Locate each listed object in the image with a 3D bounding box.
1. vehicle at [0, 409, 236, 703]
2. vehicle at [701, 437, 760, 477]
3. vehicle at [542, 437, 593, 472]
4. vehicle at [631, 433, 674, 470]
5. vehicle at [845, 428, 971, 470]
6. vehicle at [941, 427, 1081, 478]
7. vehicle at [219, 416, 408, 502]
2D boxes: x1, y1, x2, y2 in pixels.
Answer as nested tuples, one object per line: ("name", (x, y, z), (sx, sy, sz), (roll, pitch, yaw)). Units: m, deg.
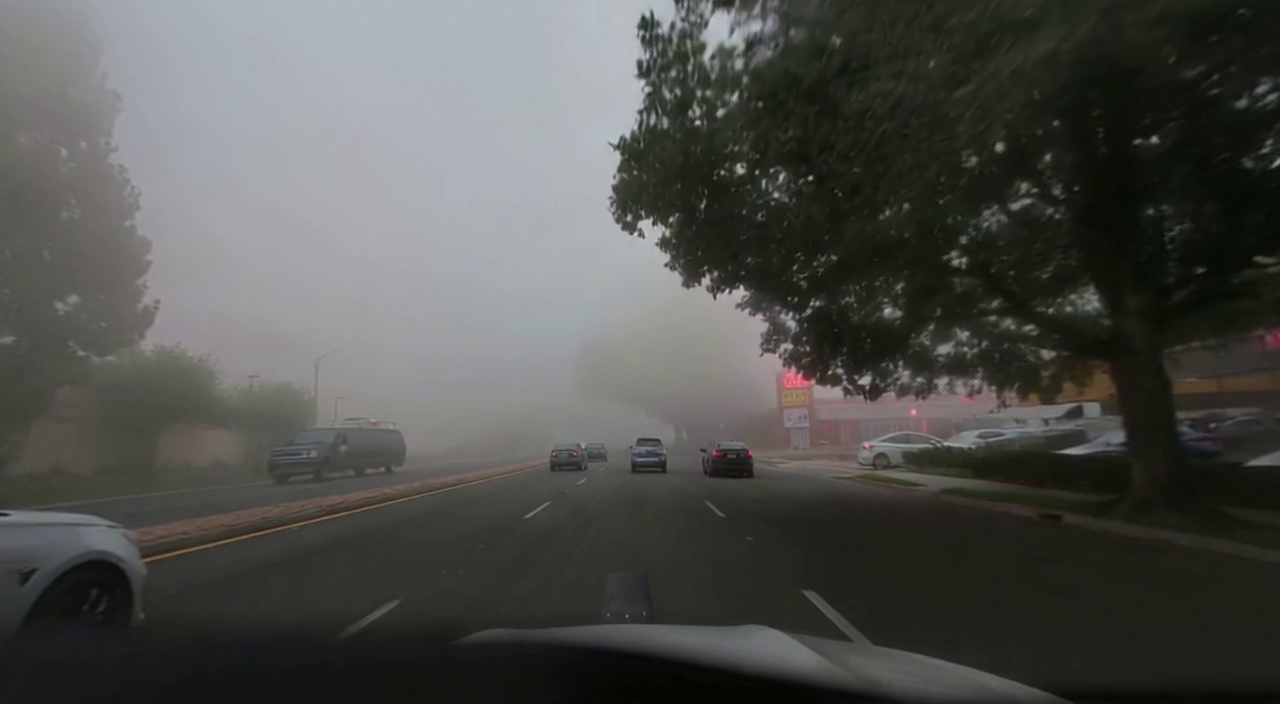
("vehicle", (-4.008, 0.940, 2.479), (1.908, 1.481, 4.351), (0, -8, 0))
("vehicle", (3.788, 4.446, 26.947), (1.922, 1.579, 3.642), (0, -8, -1))
("vehicle", (-3.620, 5.231, 32.303), (2.026, 1.665, 4.193), (0, -8, 1))
("vehicle", (0.625, 5.304, 33.754), (2.193, 1.873, 4.033), (0, -8, 0))
("vehicle", (11.725, 4.227, 27.625), (4.808, 1.712, 2.061), (-4, -10, 29))
("vehicle", (11.991, 3.297, 20.822), (1.959, 1.472, 4.473), (0, -8, 1))
("vehicle", (-9.134, 3.059, 18.502), (2.328, 2.093, 5.956), (0, -8, 0))
